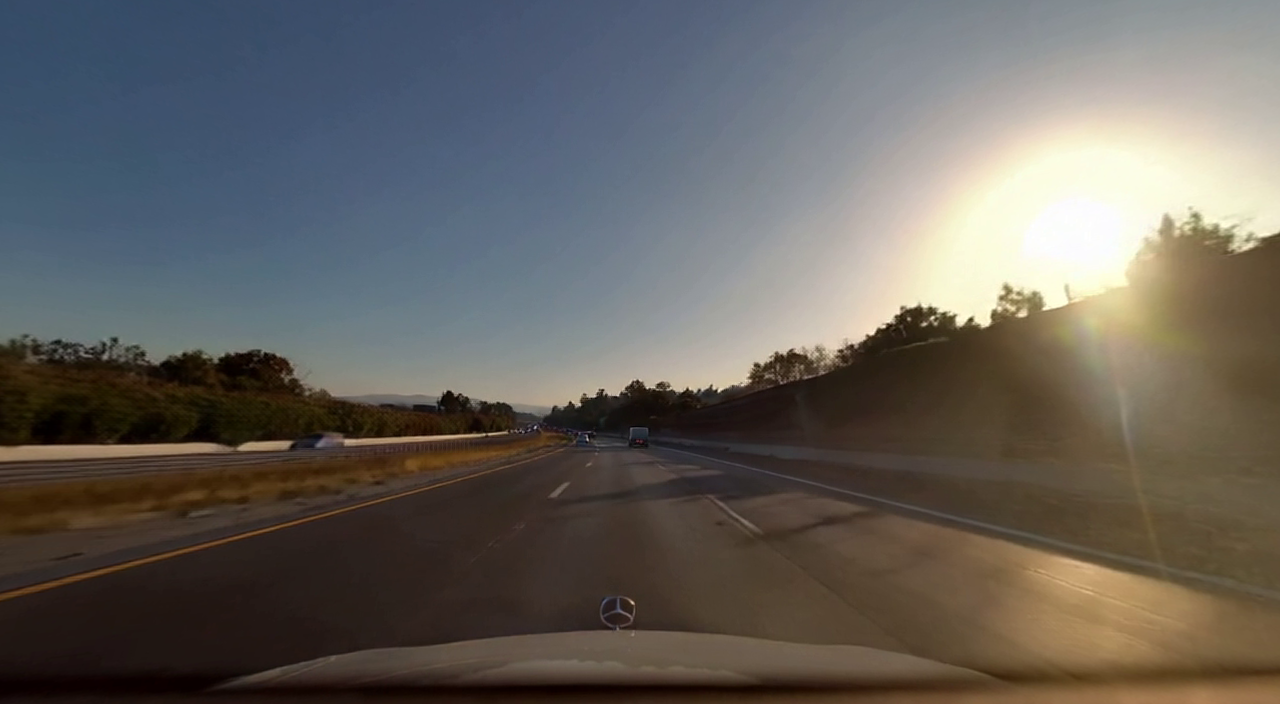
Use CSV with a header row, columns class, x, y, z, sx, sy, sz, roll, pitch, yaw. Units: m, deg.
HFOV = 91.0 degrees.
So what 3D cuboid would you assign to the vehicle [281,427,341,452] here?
class,x,y,z,sx,sy,sz,roll,pitch,yaw
vehicle,-21.103,5.662,40.555,1.792,1.491,4.159,0,-8,-3
